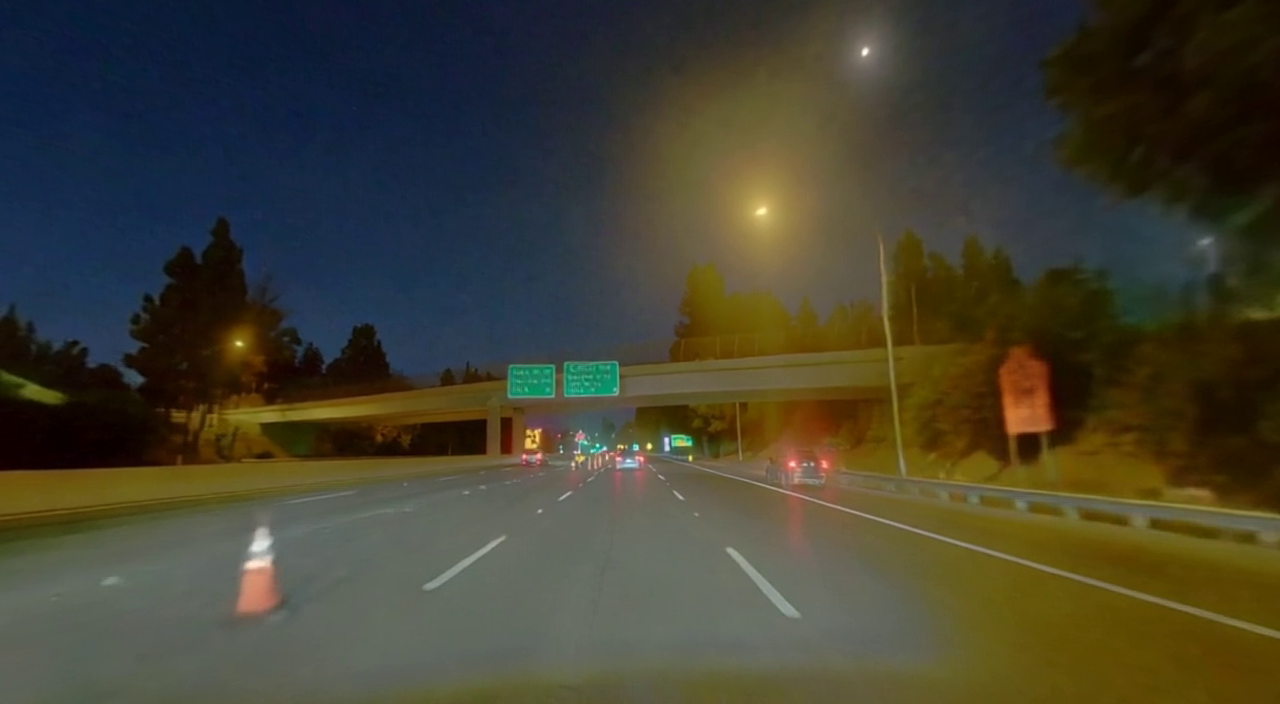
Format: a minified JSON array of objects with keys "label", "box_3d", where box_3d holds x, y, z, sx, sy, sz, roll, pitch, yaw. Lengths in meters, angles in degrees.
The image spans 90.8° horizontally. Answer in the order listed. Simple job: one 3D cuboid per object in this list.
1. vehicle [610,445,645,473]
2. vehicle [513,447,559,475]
[{"label":"vehicle","box_3d":[-0.775,6.643,39.528,2.109,1.638,3.856,0,-9,-1]},{"label":"vehicle","box_3d":[-6.053,6.379,37.170,1.997,1.507,4.248,0,-9,-1]}]
